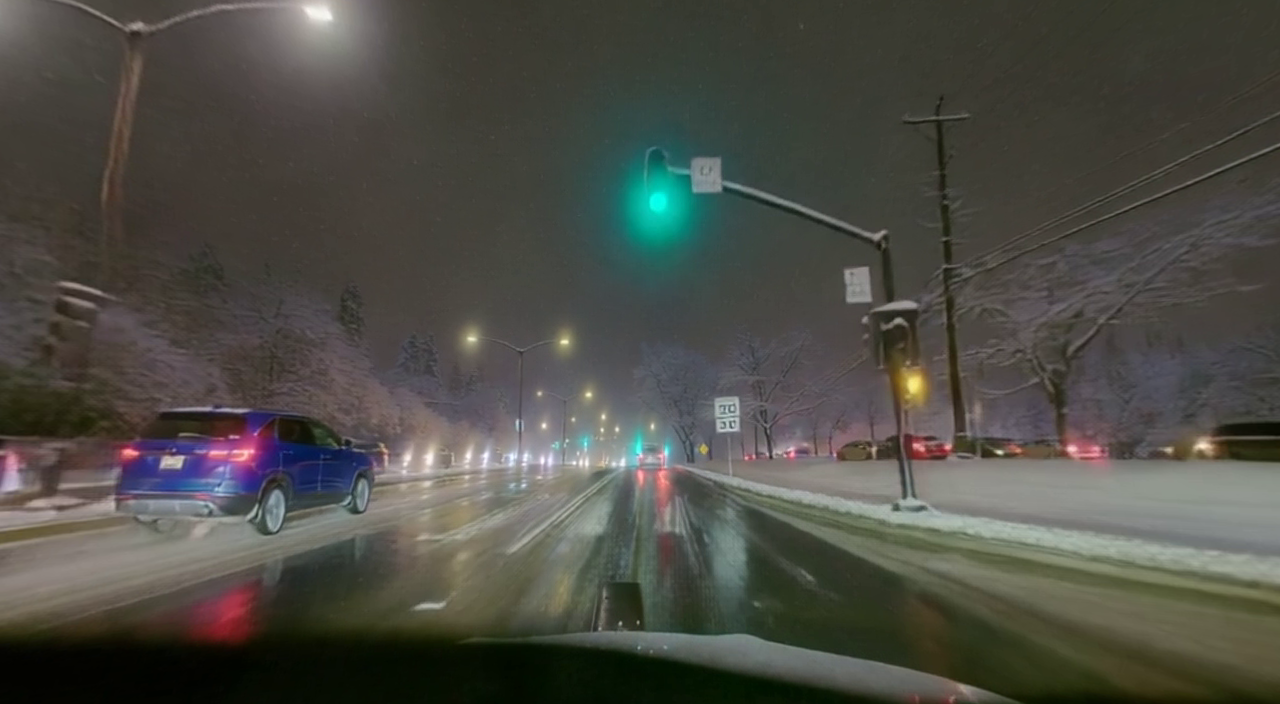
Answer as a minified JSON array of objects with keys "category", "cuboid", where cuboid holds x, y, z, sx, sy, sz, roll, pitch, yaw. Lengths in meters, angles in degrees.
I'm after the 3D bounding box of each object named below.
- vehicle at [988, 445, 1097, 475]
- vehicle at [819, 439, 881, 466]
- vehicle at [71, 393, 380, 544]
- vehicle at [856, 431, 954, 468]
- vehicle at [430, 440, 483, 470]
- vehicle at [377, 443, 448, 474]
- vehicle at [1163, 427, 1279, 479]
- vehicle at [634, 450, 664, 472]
[{"category":"vehicle","cuboid":[21.855,5.891,34.517,1.933,1.487,5.136,3,-9,-12]},{"category":"vehicle","cuboid":[12.753,6.141,38.534,1.884,1.522,4.642,1,-8,-4]},{"category":"vehicle","cuboid":[-6.168,1.793,10.211,2.027,1.908,4.273,0,-8,0]},{"category":"vehicle","cuboid":[13.470,4.995,32.385,1.950,1.697,4.906,3,-9,-16]},{"category":"vehicle","cuboid":[-11.697,6.604,40.496,2.042,1.801,4.378,0,-8,1]},{"category":"vehicle","cuboid":[-12.248,5.740,34.235,2.077,1.505,4.714,0,-8,0]},{"category":"vehicle","cuboid":[18.880,2.967,18.694,1.947,1.477,4.661,2,-8,-21]},{"category":"vehicle","cuboid":[0.659,8.004,46.431,2.091,1.494,3.962,0,-8,0]}]
